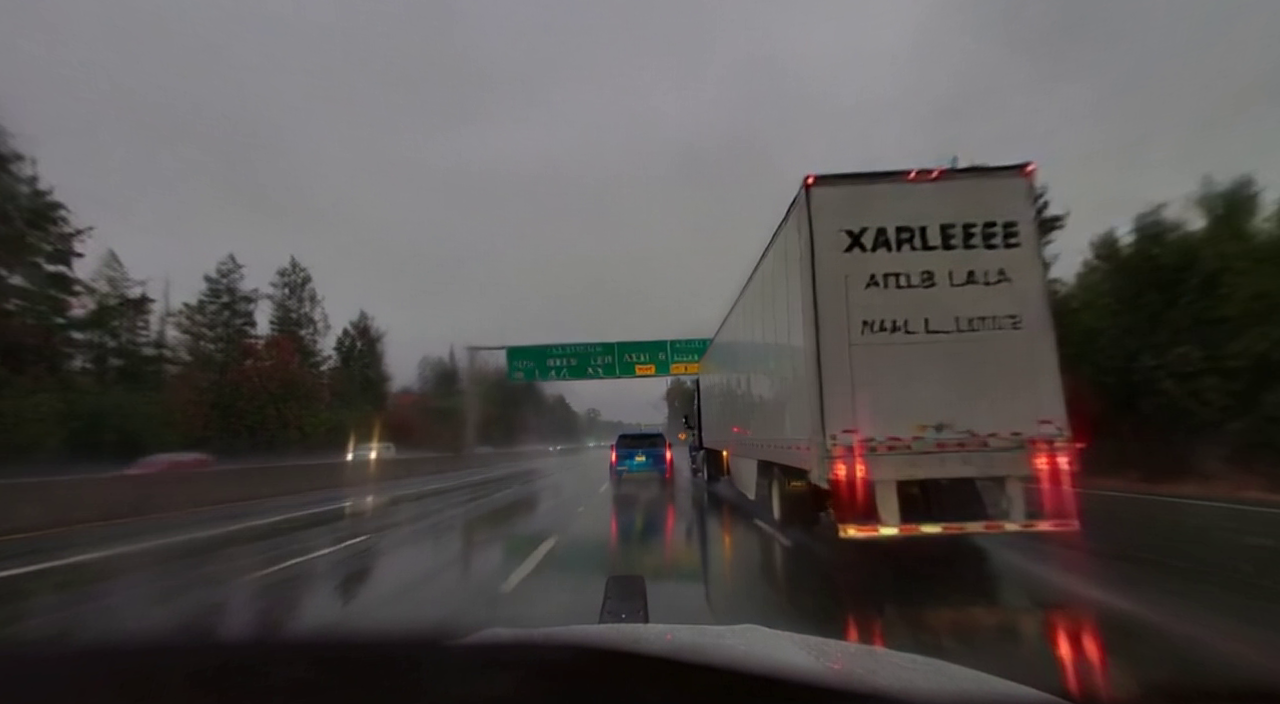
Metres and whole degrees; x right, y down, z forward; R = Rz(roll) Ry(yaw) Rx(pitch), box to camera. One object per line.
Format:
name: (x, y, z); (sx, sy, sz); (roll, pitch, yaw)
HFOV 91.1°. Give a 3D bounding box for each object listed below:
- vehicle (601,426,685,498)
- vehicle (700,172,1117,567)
vehicle: (0.073, 3.013, 17.567); (2.054, 1.706, 4.201); (-1, -8, 0)
vehicle: (3.453, 1.250, 14.414); (2.909, 4.135, 15.820); (-1, -8, 1)
